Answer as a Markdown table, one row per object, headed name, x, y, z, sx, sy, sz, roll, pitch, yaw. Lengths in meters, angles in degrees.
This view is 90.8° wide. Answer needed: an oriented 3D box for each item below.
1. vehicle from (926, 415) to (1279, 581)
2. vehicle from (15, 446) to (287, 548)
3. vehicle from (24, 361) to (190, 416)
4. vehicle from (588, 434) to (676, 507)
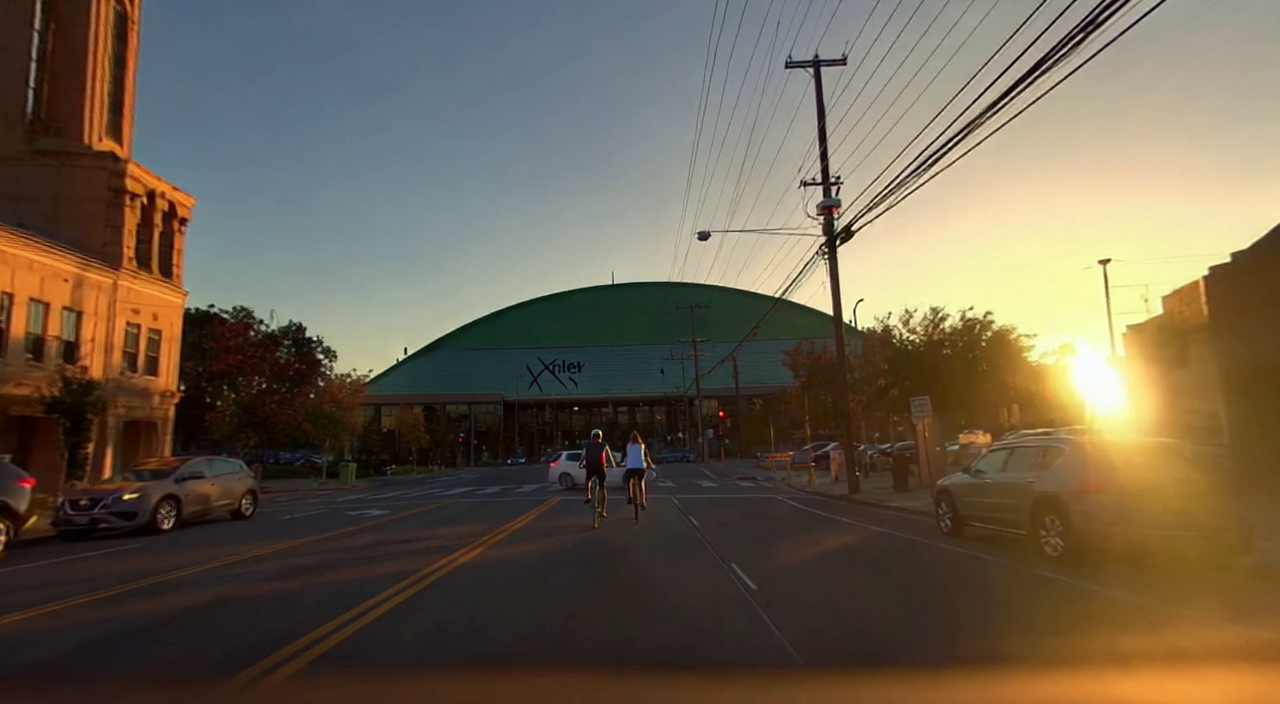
| name | x | y | z | sx | sy | sz | roll | pitch | yaw |
| --- | --- | --- | --- | --- | --- | --- | --- | --- | --- |
| vehicle | 5.826 | 1.828 | 8.669 | 1.873 | 1.714 | 3.979 | 0 | -8 | 0 |
| vehicle | -10.247 | 3.001 | 13.943 | 2.075 | 1.816 | 4.900 | 0 | -8 | -1 |
| vehicle | -17.107 | 1.225 | 20.433 | 3.685 | 1.584 | 1.708 | 1 | -9 | -3 |
| vehicle | -0.169 | 3.253 | 17.726 | 2.190 | 1.783 | 4.048 | 0 | -8 | 1 |
